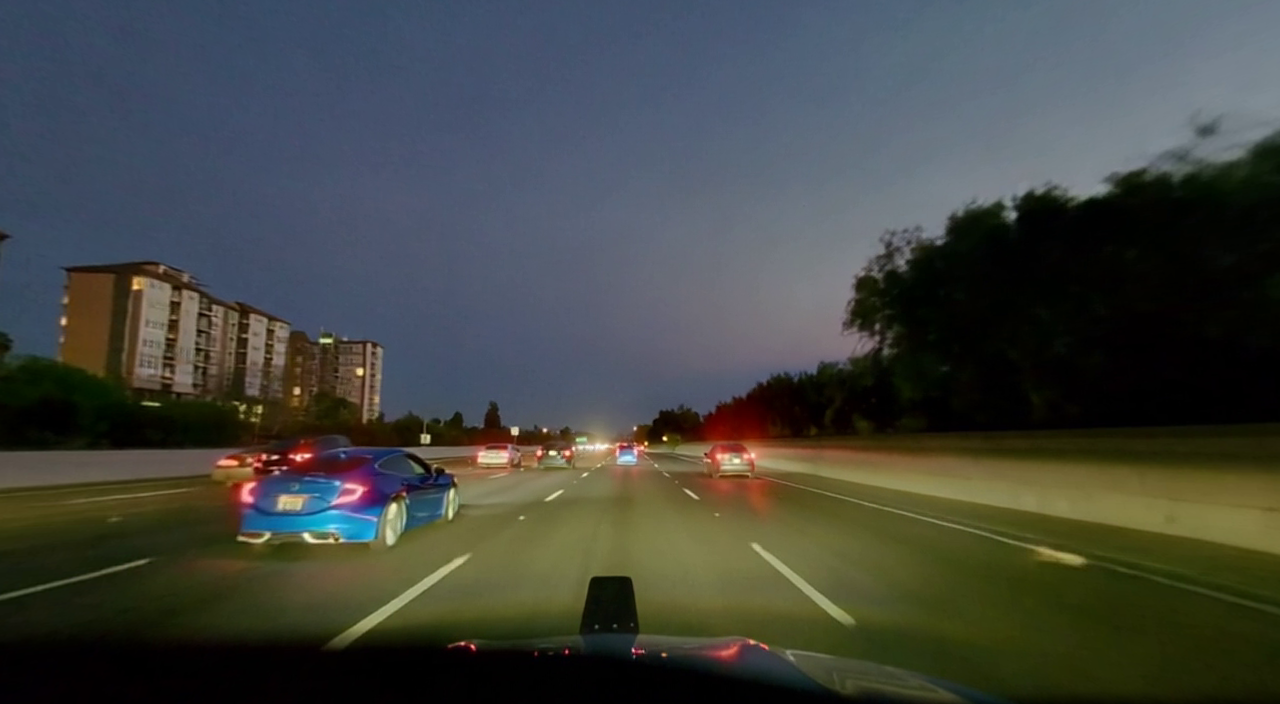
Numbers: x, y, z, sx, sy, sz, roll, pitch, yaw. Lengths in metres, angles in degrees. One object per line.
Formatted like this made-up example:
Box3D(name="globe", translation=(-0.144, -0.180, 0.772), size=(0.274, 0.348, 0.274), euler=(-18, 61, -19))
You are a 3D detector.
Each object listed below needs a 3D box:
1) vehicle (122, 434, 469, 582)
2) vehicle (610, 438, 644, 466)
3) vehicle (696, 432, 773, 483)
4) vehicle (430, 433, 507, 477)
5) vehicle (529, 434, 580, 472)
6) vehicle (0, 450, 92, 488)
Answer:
Box3D(name="vehicle", translation=(-3.977, 1.861, 8.447), size=(2.124, 1.426, 4.444), euler=(0, -8, 0))
Box3D(name="vehicle", translation=(-0.839, 6.384, 40.505), size=(2.053, 1.650, 3.945), euler=(0, -8, -1))
Box3D(name="vehicle", translation=(3.337, 3.834, 23.242), size=(2.061, 1.658, 4.417), euler=(0, -8, -2))
Box3D(name="vehicle", translation=(-7.645, 4.644, 28.763), size=(2.086, 1.776, 5.080), euler=(0, -8, 0))
Box3D(name="vehicle", translation=(-4.306, 5.156, 32.372), size=(2.044, 1.774, 4.329), euler=(0, -8, 0))
Box3D(name="vehicle", translation=(-25.863, 4.845, 26.390), size=(1.816, 1.457, 4.598), euler=(0, -8, -1))
